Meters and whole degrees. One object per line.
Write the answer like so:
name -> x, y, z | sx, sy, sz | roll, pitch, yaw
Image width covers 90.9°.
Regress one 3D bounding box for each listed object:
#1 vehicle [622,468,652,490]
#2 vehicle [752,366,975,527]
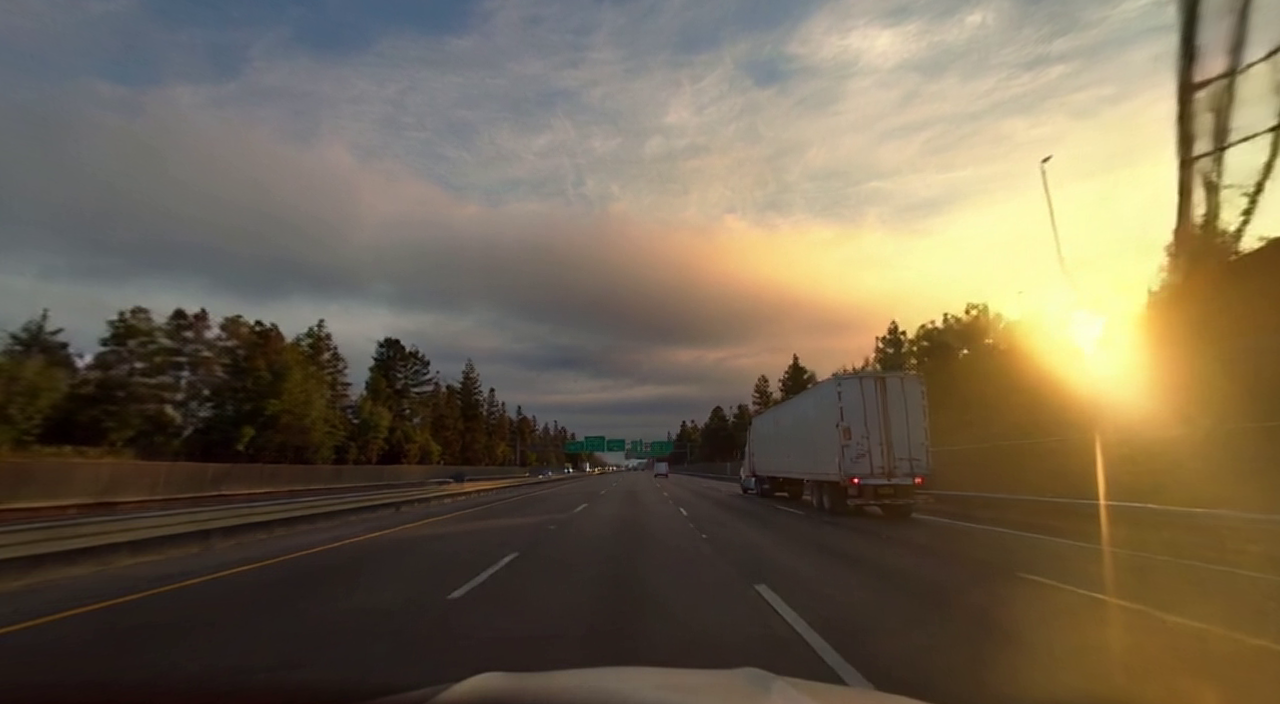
vehicle -> -0.264, 8.974, 44.808 | 2.029, 1.459, 3.684 | 1, -10, -1
vehicle -> 6.877, 3.634, 22.957 | 2.926, 4.073, 13.836 | 1, -10, -1
